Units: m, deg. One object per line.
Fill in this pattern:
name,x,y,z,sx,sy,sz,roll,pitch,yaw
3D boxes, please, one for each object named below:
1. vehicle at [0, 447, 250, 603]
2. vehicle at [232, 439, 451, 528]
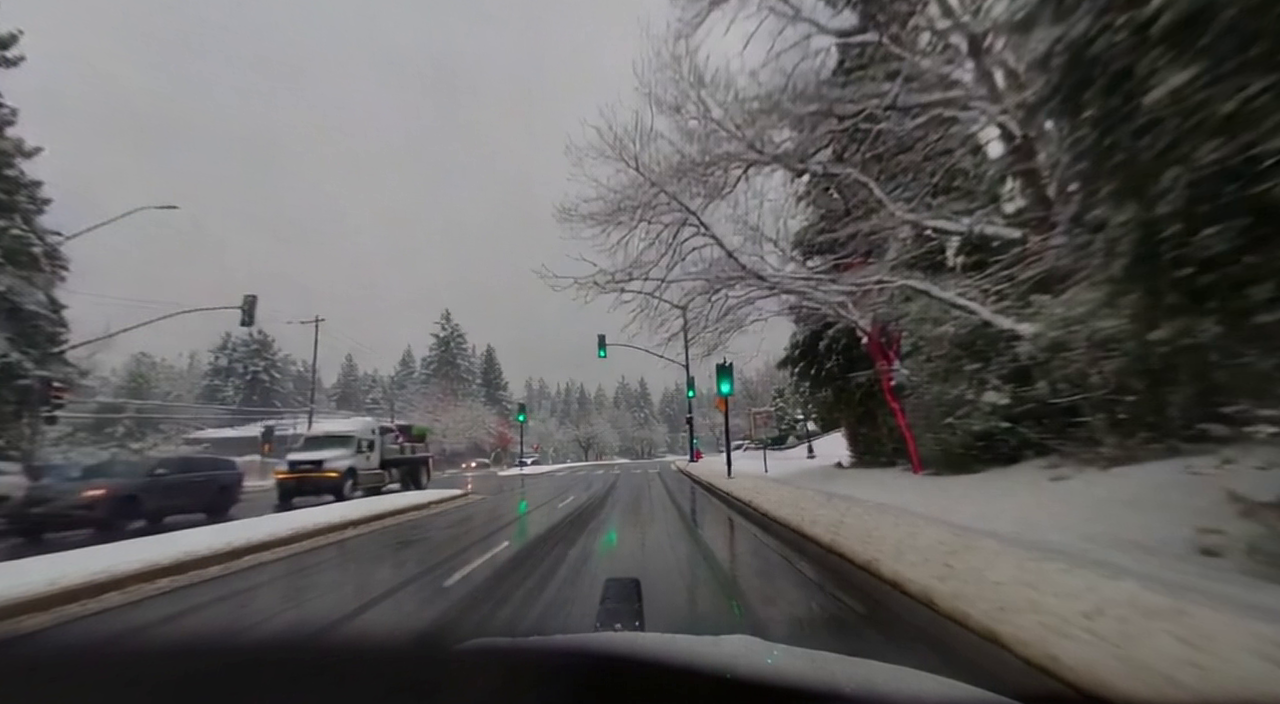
vehicle,-7.197,1.921,7.648,1.968,1.485,4.558,-1,-8,1
vehicle,-7.038,3.156,16.136,2.308,1.755,6.571,-1,-8,1
